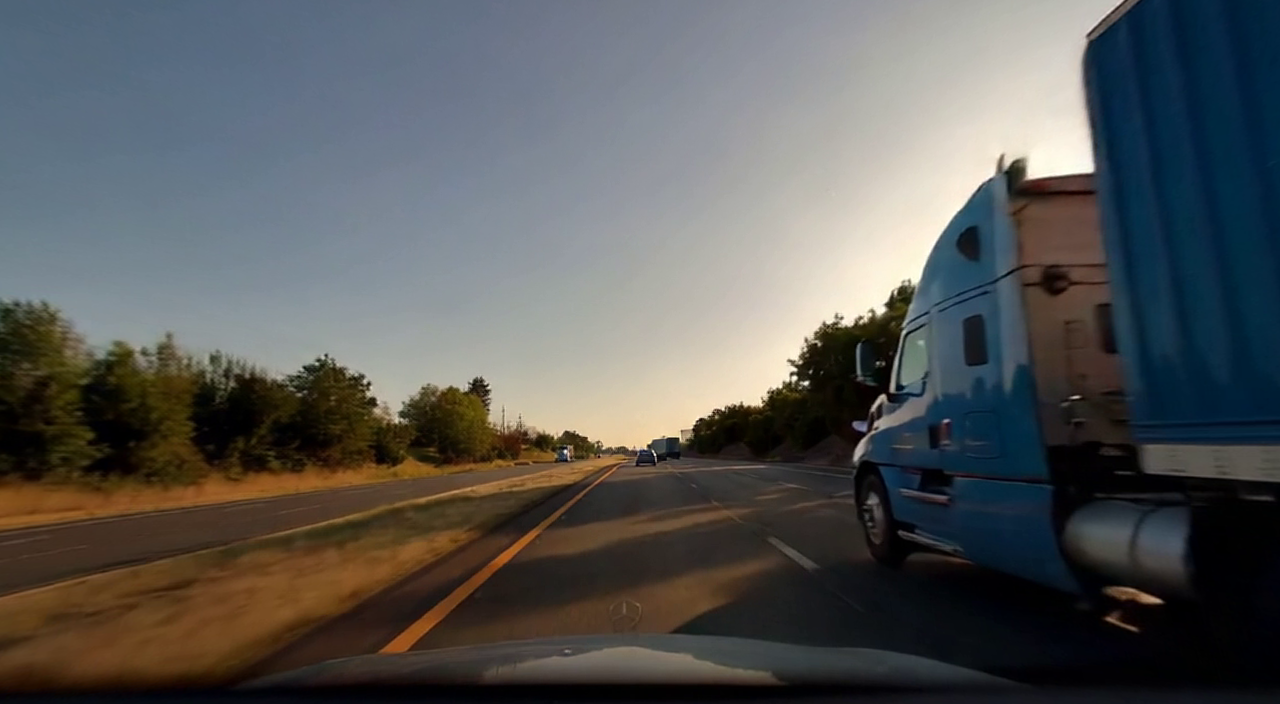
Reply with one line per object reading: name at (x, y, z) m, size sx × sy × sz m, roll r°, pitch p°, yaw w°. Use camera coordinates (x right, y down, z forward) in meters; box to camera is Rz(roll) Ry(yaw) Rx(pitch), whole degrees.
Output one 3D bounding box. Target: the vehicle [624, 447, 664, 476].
vehicle at (0.197, 5.934, 34.253) m, size 2.083 × 1.473 × 3.923 m, roll 0°, pitch -9°, yaw 0°
